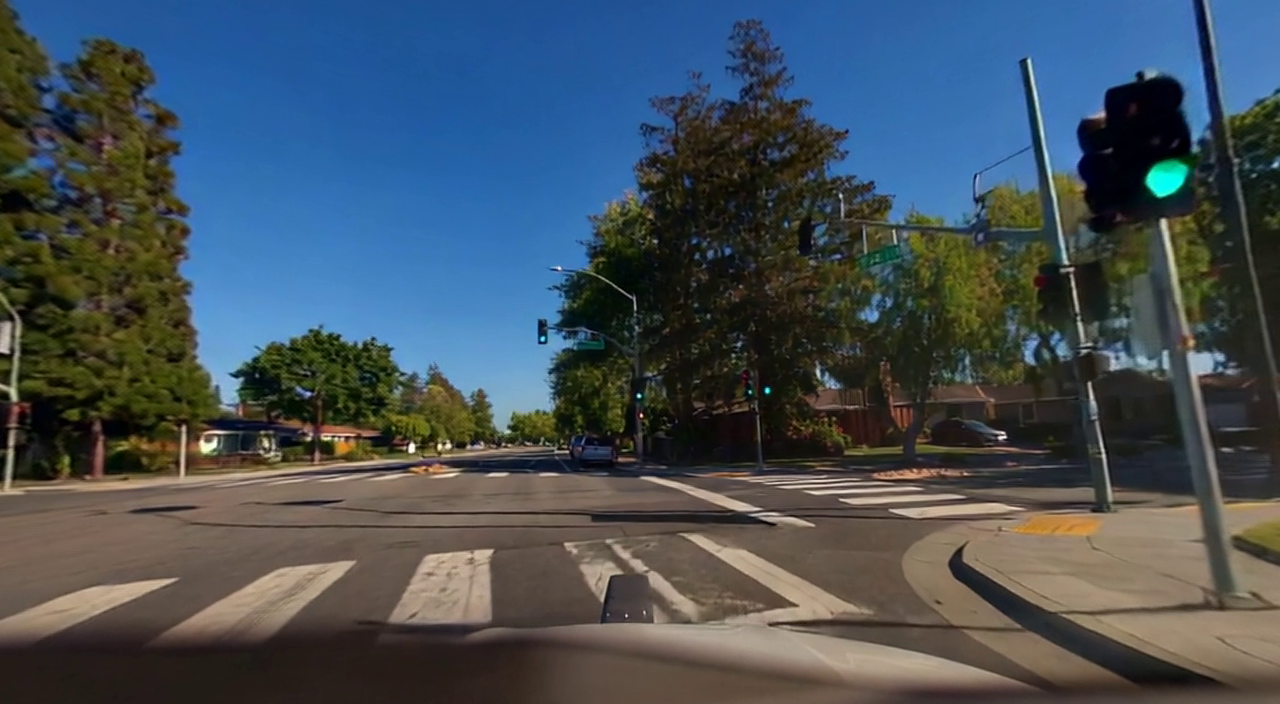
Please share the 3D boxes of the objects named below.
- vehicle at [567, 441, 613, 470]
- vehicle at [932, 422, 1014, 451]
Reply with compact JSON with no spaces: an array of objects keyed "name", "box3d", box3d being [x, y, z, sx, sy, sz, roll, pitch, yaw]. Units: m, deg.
[{"name":"vehicle","box3d":[-2.875,5.777,35.267,2.149,1.507,4.160,1,-9,-10]},{"name":"vehicle","box3d":[20.409,5.279,38.865,2.028,1.595,4.554,1,-10,-9]}]
